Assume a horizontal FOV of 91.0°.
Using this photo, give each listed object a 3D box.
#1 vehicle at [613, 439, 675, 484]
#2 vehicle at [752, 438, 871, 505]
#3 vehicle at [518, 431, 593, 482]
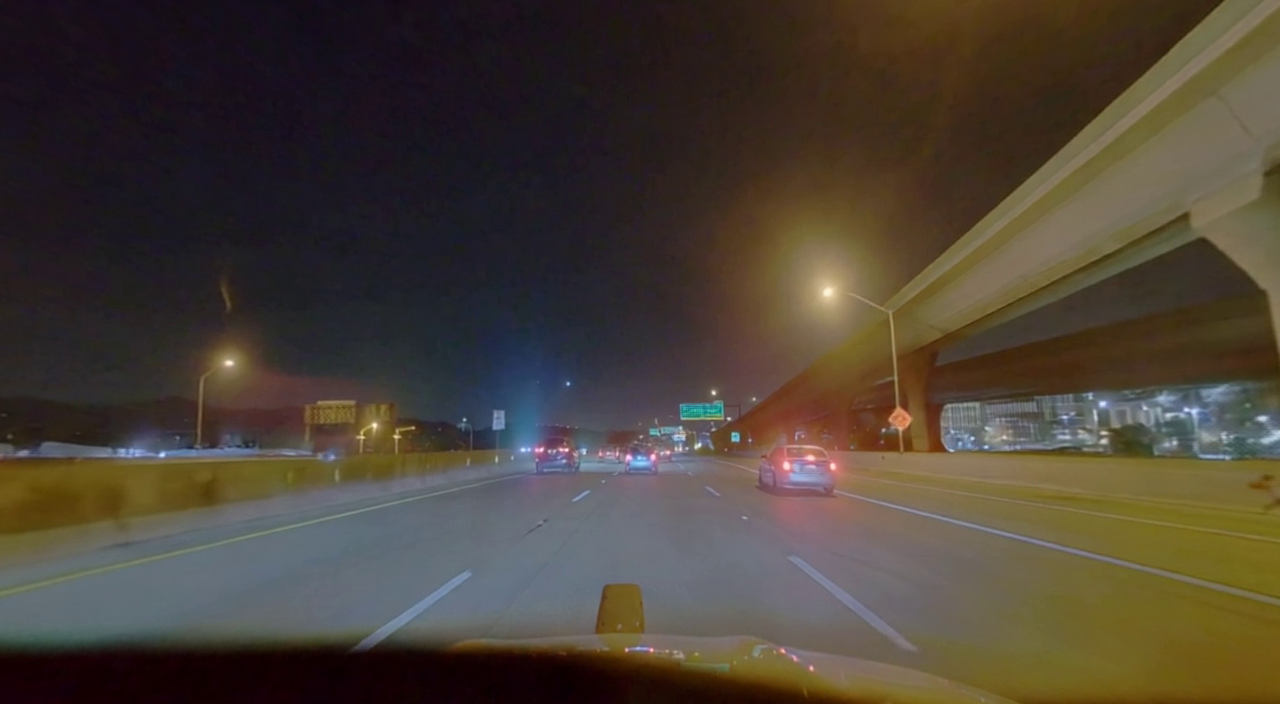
[{"bbox_3d":[0.199,4.001,23.269,2.089,1.493,3.964,0,-8,2],"label":"vehicle"},{"bbox_3d":[4.247,3.009,16.296,1.974,1.490,3.994,0,-8,0],"label":"vehicle"},{"bbox_3d":[-3.274,4.173,25.460,2.142,1.819,4.648,0,-8,3],"label":"vehicle"}]
